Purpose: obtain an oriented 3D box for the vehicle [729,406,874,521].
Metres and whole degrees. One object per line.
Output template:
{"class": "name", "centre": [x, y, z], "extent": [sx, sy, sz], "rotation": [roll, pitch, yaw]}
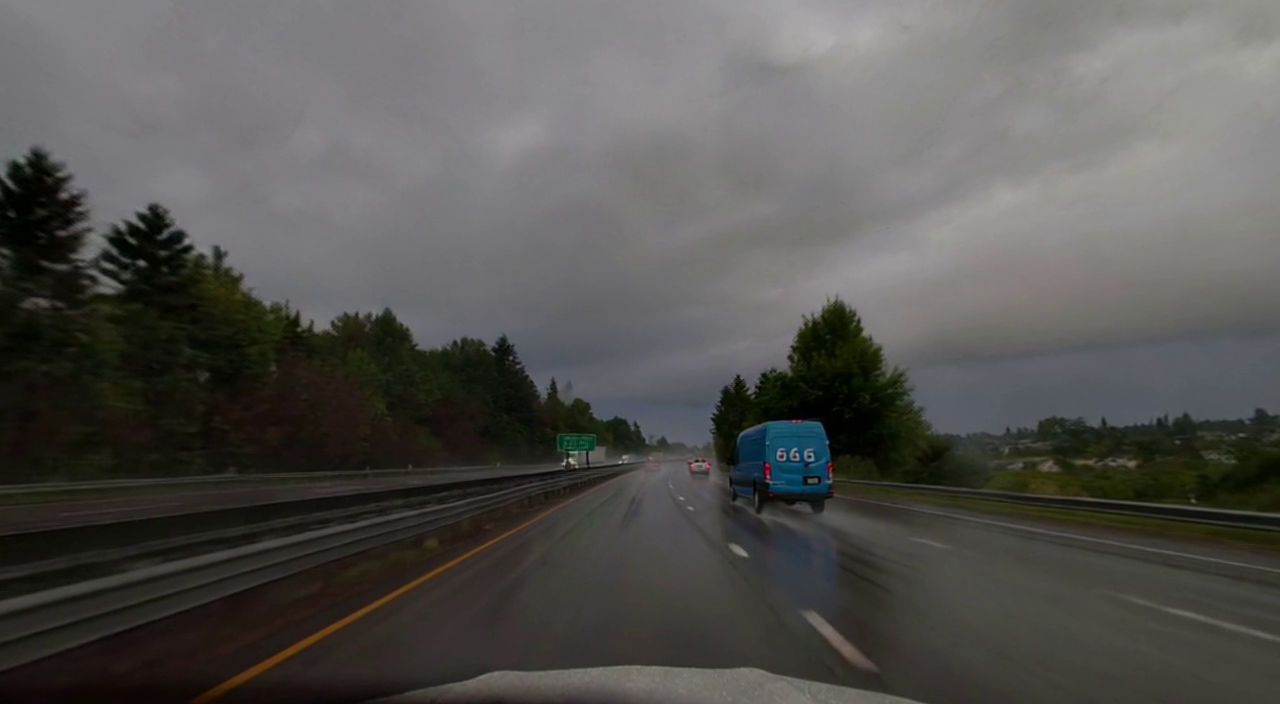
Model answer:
{"class": "vehicle", "centre": [4.096, 3.082, 17.360], "extent": [2.366, 2.595, 5.793], "rotation": [1, -11, -1]}
